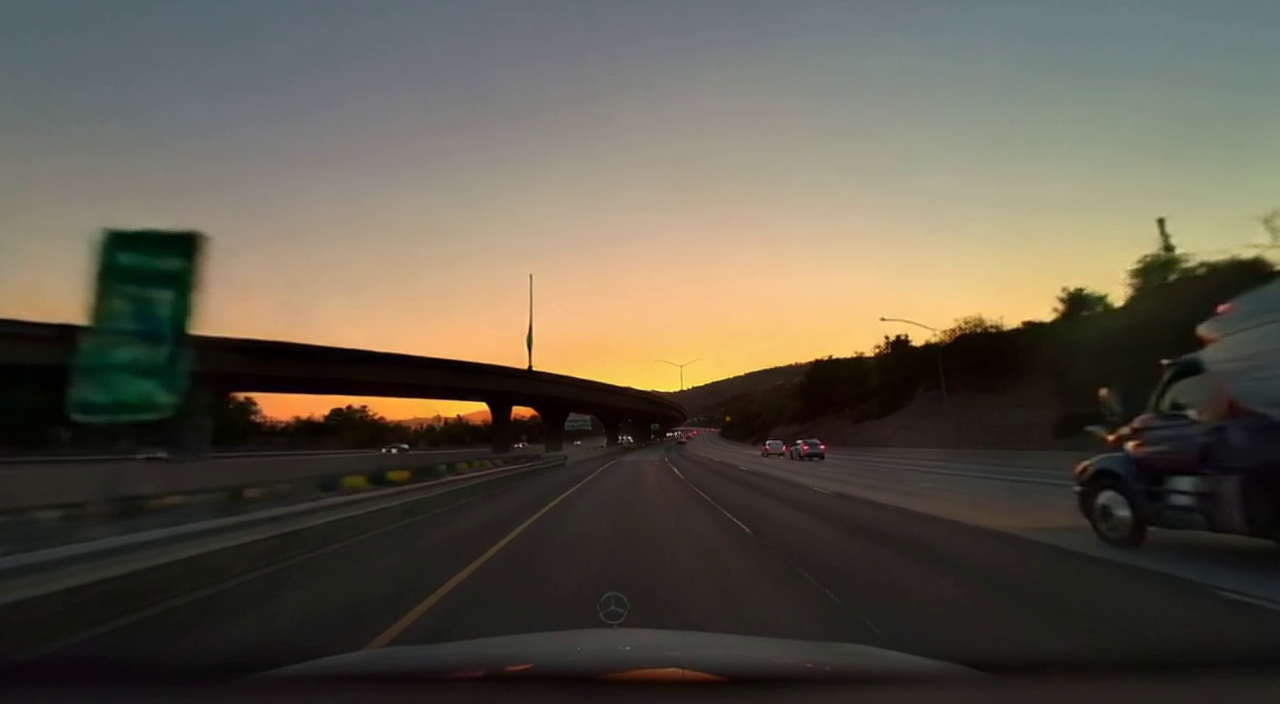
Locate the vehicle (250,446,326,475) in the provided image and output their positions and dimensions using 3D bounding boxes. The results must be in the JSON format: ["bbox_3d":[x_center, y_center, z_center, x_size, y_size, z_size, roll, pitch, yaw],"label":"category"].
[{"bbox_3d":[-20.049,6.151,36.175,1.890,1.547,4.069,0,-8,1],"label":"vehicle"}]
